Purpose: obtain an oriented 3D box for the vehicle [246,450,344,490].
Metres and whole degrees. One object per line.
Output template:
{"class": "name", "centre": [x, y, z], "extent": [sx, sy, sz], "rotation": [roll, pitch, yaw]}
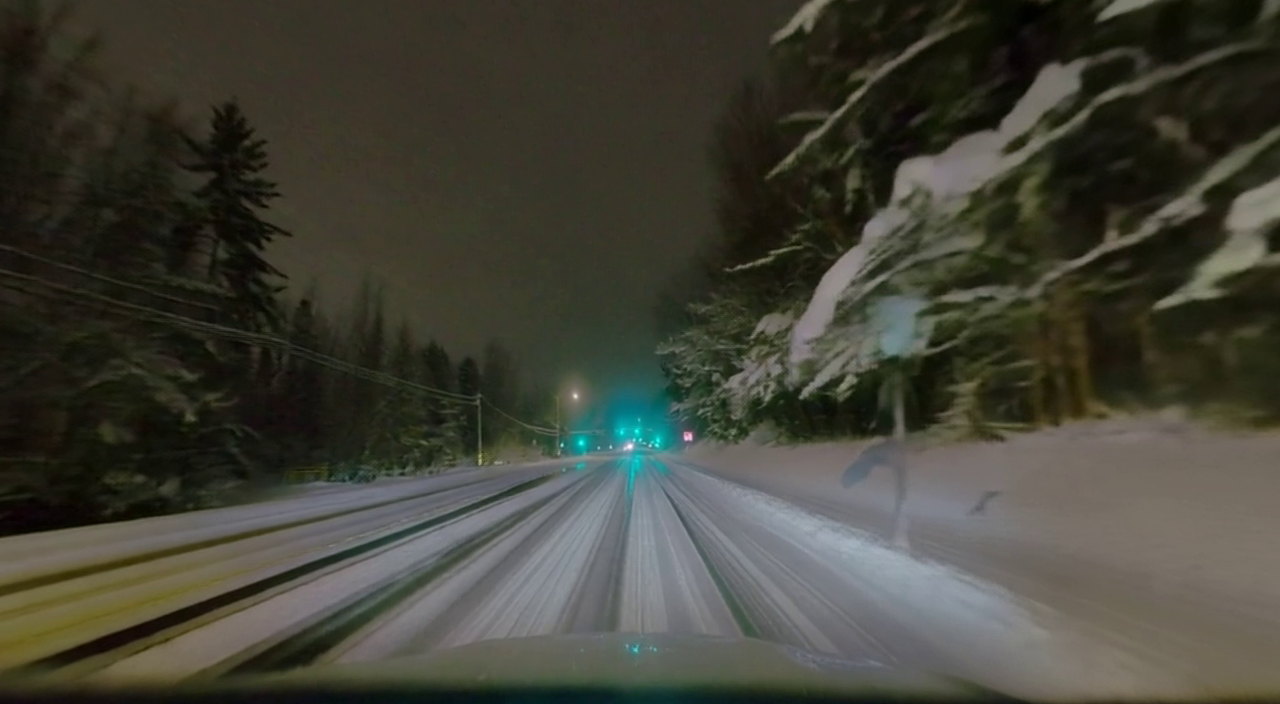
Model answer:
{"class": "vehicle", "centre": [-20.569, 7.016, 37.782], "extent": [4.655, 1.832, 2.227], "rotation": [-6, -8, 2]}
